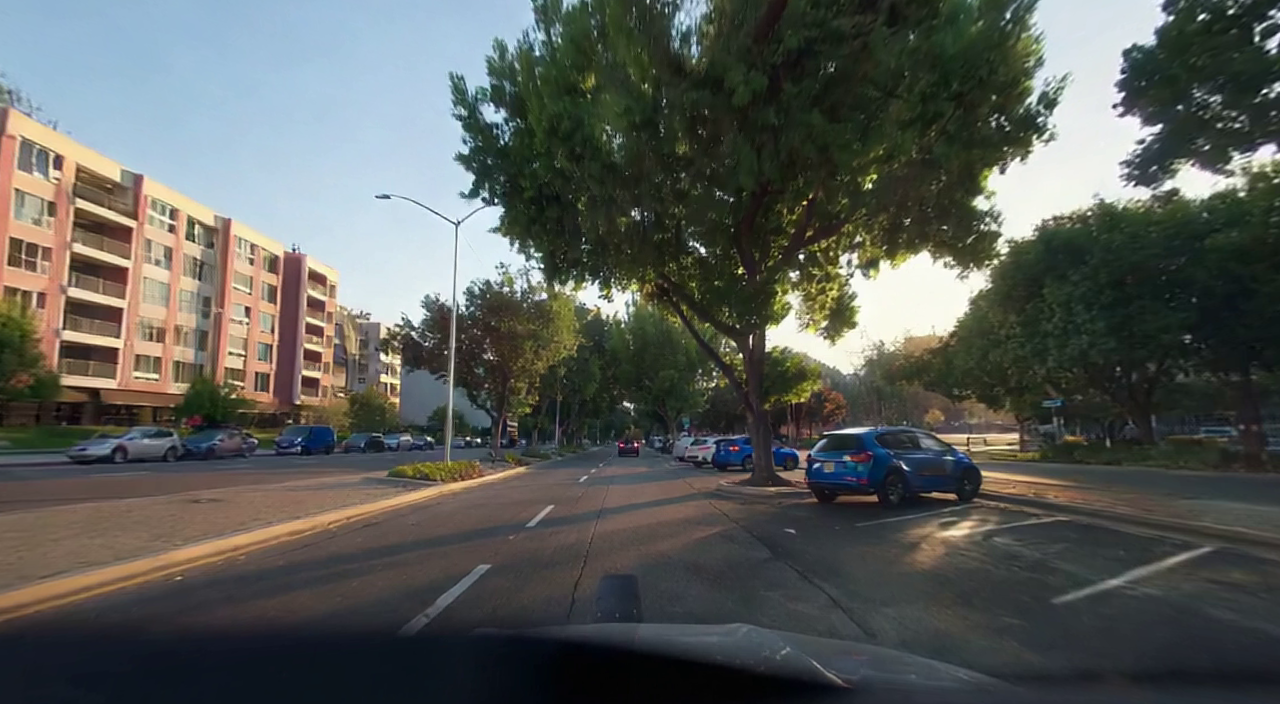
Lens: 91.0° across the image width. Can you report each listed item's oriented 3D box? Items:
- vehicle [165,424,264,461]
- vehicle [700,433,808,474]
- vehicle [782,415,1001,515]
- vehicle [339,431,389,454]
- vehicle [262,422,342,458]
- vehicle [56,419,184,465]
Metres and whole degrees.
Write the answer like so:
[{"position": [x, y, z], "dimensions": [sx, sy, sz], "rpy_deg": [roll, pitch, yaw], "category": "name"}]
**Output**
[{"position": [-19.185, 4.113, 28.601], "dimensions": [1.822, 1.506, 3.809], "rpy_deg": [-1, -8, 0], "category": "vehicle"}, {"position": [4.560, 4.010, 25.093], "dimensions": [4.047, 1.497, 1.898], "rpy_deg": [5, -10, -35], "category": "vehicle"}, {"position": [4.922, 2.111, 12.236], "dimensions": [3.995, 1.604, 1.973], "rpy_deg": [5, -10, -34], "category": "vehicle"}, {"position": [-19.240, 6.345, 44.076], "dimensions": [1.807, 1.501, 4.134], "rpy_deg": [0, -8, -4], "category": "vehicle"}, {"position": [-19.201, 5.021, 36.023], "dimensions": [1.972, 1.839, 4.553], "rpy_deg": [3, -8, 0], "category": "vehicle"}, {"position": [-19.131, 3.346, 23.355], "dimensions": [1.729, 1.566, 3.462], "rpy_deg": [-1, -8, 1], "category": "vehicle"}]
